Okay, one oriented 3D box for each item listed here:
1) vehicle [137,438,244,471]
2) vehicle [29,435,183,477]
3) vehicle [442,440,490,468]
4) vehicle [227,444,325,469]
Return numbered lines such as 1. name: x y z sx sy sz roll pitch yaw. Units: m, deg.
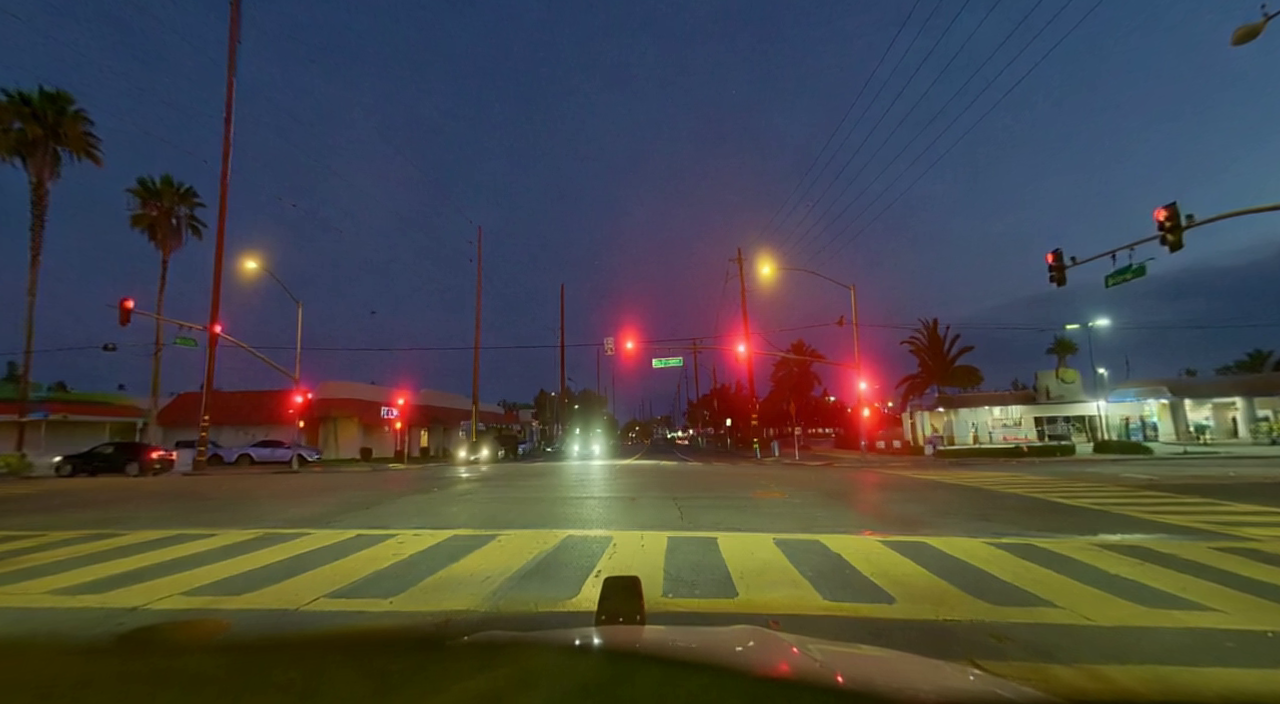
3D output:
1. vehicle: -25.869 5.918 36.473 4.613 1.820 2.021 -1 -9 3
2. vehicle: -24.153 4.717 28.762 4.837 1.819 2.041 1 -9 -9
3. vehicle: -11.968 7.001 43.716 2.016 1.717 4.287 -2 -7 1
4. vehicle: -22.303 6.421 38.826 4.849 1.444 1.881 0 -8 1
